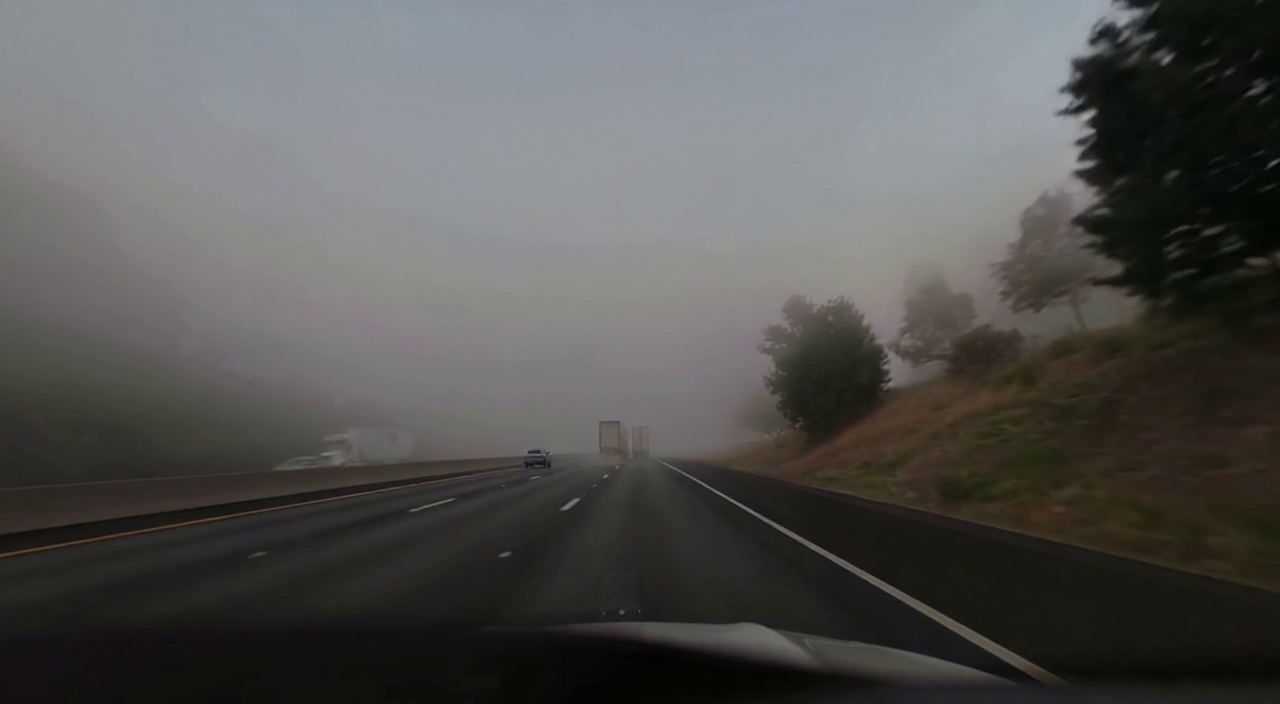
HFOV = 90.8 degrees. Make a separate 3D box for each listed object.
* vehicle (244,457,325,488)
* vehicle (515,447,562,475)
[{"bbox_3d":[-18.697,6.332,33.434,1.815,1.431,4.216,0,-9,0],"label":"vehicle"},{"bbox_3d":[-5.788,6.282,36.535,2.091,1.527,4.455,0,-9,-1],"label":"vehicle"}]
